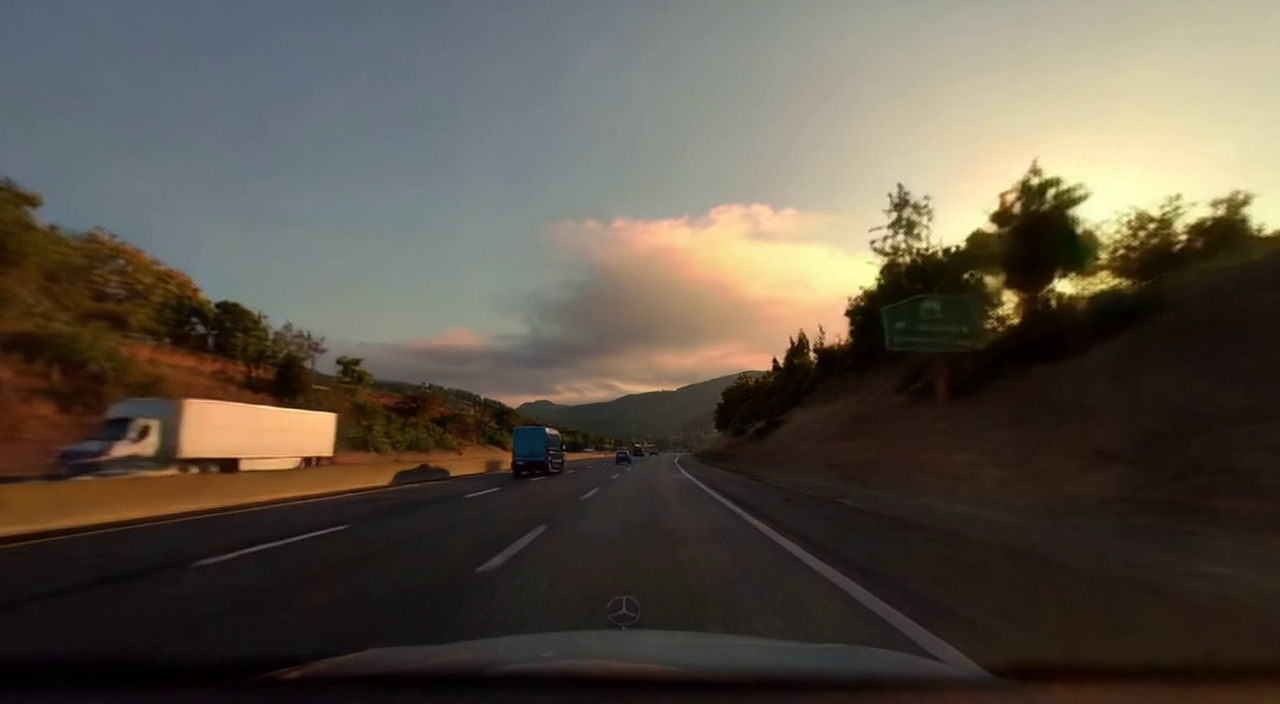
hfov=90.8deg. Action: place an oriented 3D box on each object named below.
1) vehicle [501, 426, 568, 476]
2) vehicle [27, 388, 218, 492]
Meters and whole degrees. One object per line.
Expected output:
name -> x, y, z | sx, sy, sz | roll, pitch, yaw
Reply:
vehicle -> -5.695, 5.494, 34.958 | 2.449, 2.471, 6.130 | -1, -9, 2
vehicle -> -22.169, 3.870, 27.598 | 2.970, 4.003, 5.894 | -1, -9, 2
